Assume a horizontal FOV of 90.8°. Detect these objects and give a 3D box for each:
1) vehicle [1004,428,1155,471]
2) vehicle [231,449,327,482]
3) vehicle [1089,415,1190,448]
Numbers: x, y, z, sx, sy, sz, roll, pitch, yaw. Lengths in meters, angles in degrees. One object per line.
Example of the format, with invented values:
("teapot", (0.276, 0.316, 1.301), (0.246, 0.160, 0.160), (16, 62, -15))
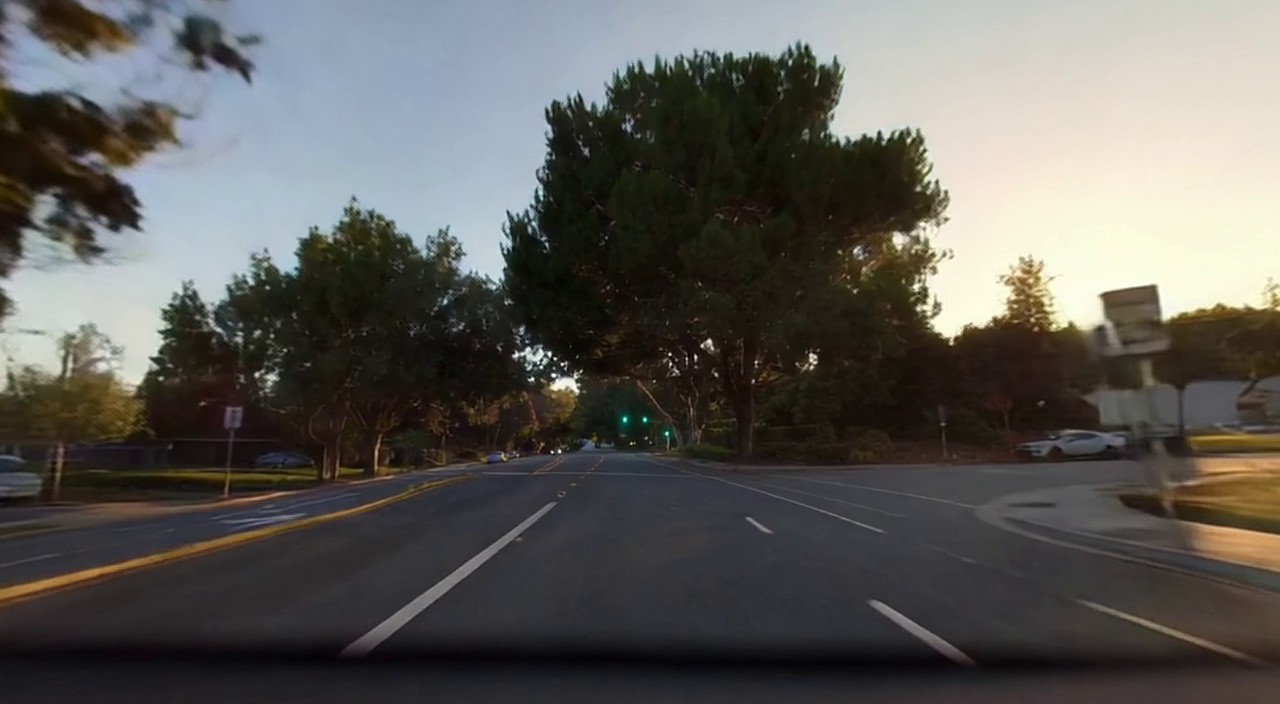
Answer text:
("vehicle", (19.368, 4.358, 28.021), (5.172, 1.468, 1.964), (-4, -11, -1))
("vehicle", (-20.354, 6.403, 35.765), (4.171, 1.728, 2.069), (0, -9, 1))
("vehicle", (28.523, 4.624, 36.352), (2.049, 1.739, 4.982), (-1, -9, 5))
